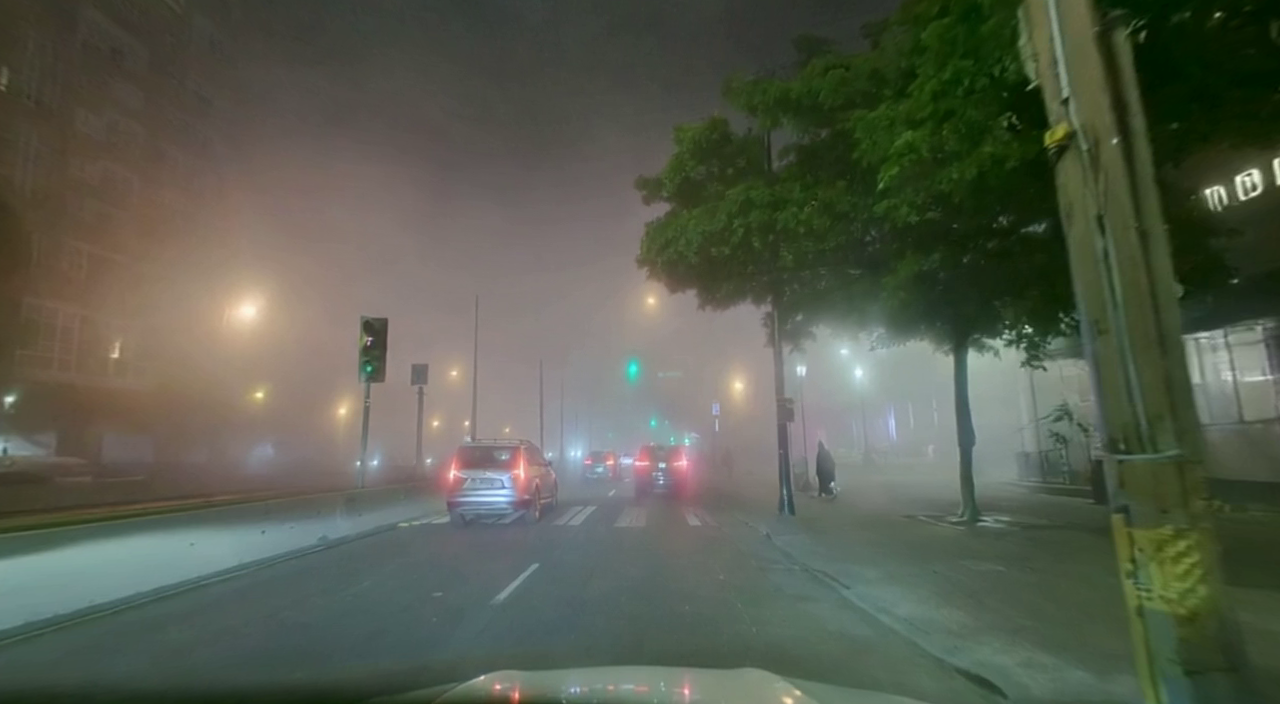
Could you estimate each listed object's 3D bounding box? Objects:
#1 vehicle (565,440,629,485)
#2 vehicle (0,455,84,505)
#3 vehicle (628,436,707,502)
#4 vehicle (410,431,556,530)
[{"bbox_3d":[-1.853,4.939,28.627,2.220,1.847,4.587,-1,-8,5],"label":"vehicle"},{"bbox_3d":[-27.292,5.470,27.060,2.126,1.935,5.034,0,-8,2],"label":"vehicle"},{"bbox_3d":[0.783,3.435,18.907,2.120,1.758,3.917,0,-8,2],"label":"vehicle"},{"bbox_3d":[-3.019,2.551,13.060,1.940,1.722,3.823,0,-8,1],"label":"vehicle"}]
